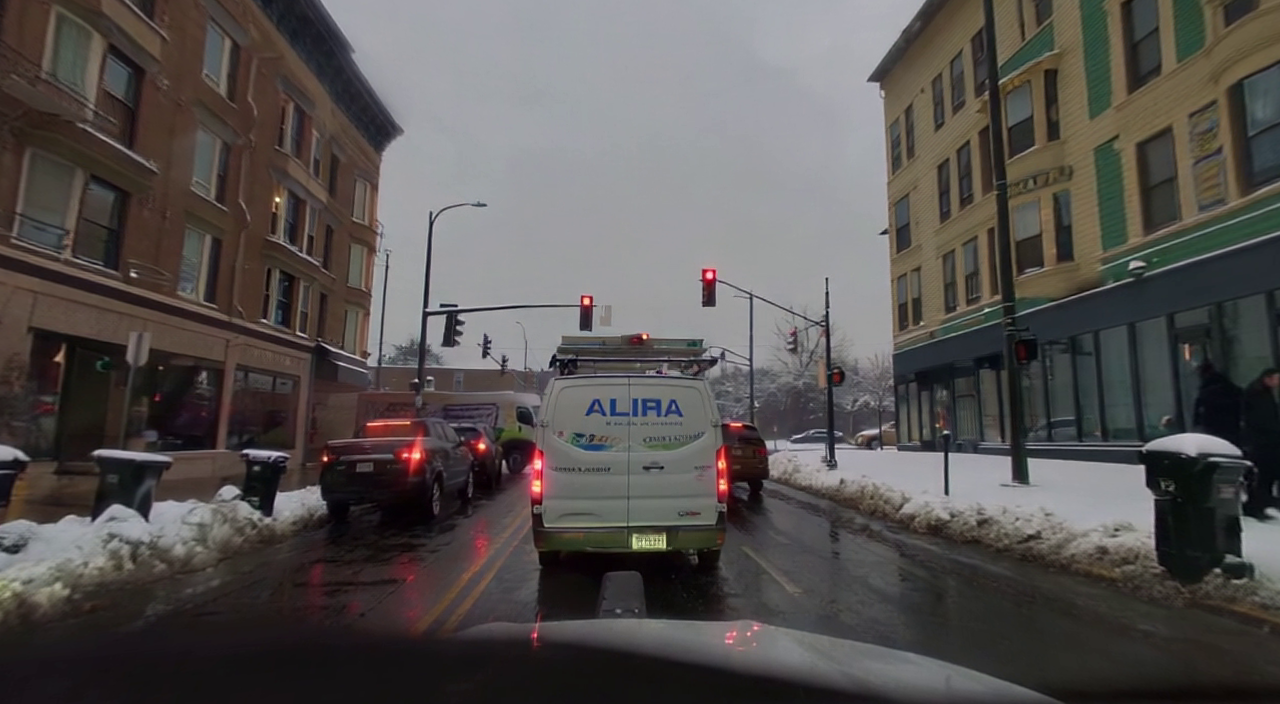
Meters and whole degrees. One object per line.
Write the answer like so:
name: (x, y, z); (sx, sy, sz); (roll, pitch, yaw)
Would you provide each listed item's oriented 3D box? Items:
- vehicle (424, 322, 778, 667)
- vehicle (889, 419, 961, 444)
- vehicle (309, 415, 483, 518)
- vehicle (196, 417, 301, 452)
vehicle: (-0.321, 1.061, 5.712); (1.951, 1.907, 4.266); (0, -8, -3)
vehicle: (16.107, 4.503, 35.652); (3.381, 1.391, 1.529); (1, -8, -10)
vehicle: (-3.956, 1.889, 10.863); (1.841, 1.461, 3.426); (1, -8, -5)
vehicle: (-18.293, 3.864, 29.566); (3.713, 1.571, 1.751); (1, -8, -11)
